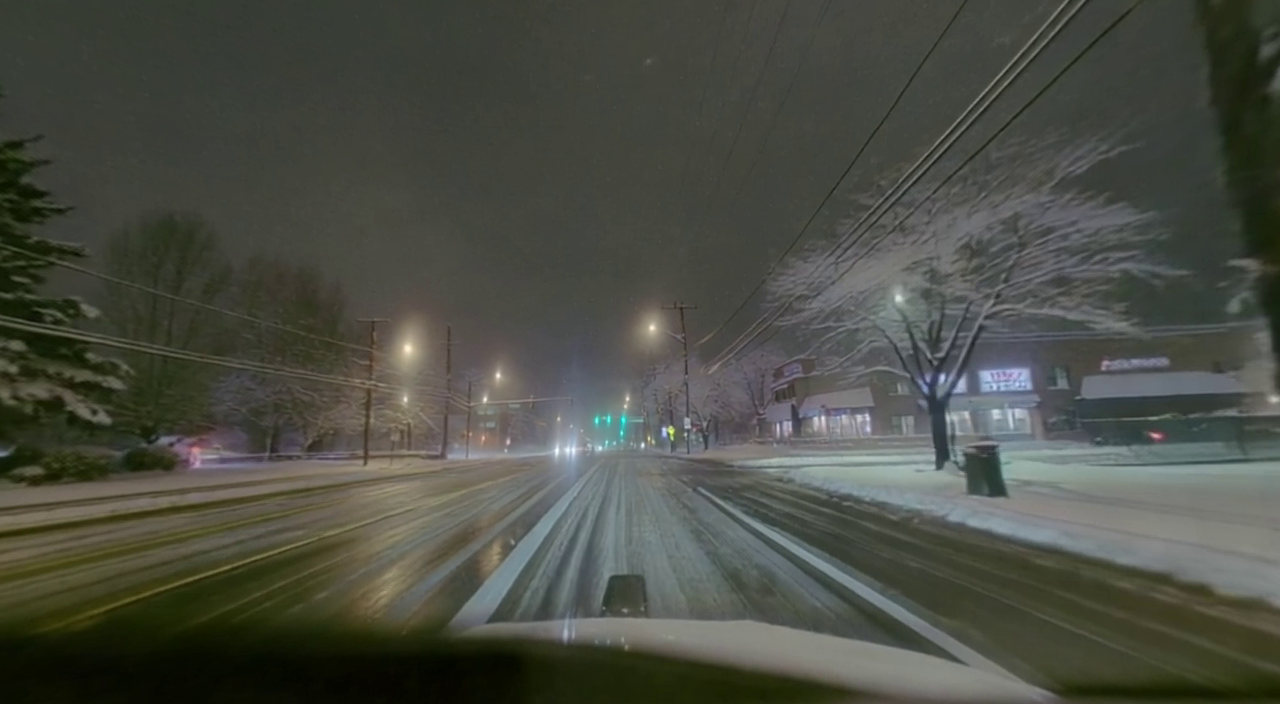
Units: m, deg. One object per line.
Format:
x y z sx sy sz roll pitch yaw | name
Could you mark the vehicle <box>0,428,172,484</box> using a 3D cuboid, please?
-40.500 7.516 45.947 9.636 3.788 2.949 1 -8 -10 | vehicle
